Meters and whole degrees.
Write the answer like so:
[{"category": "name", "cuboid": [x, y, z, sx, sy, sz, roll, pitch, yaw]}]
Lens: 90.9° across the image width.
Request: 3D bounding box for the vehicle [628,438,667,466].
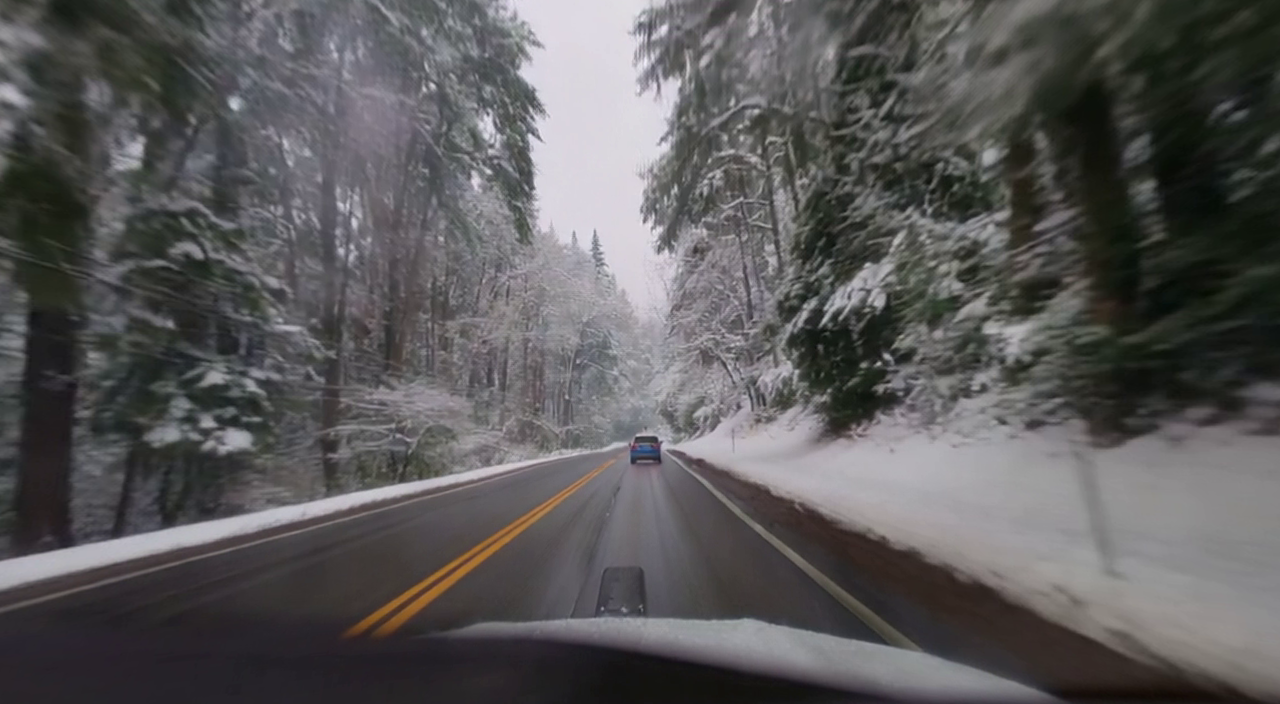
[{"category": "vehicle", "cuboid": [0.437, 5.681, 35.984, 2.120, 1.491, 4.349, 0, -8, 1]}]
